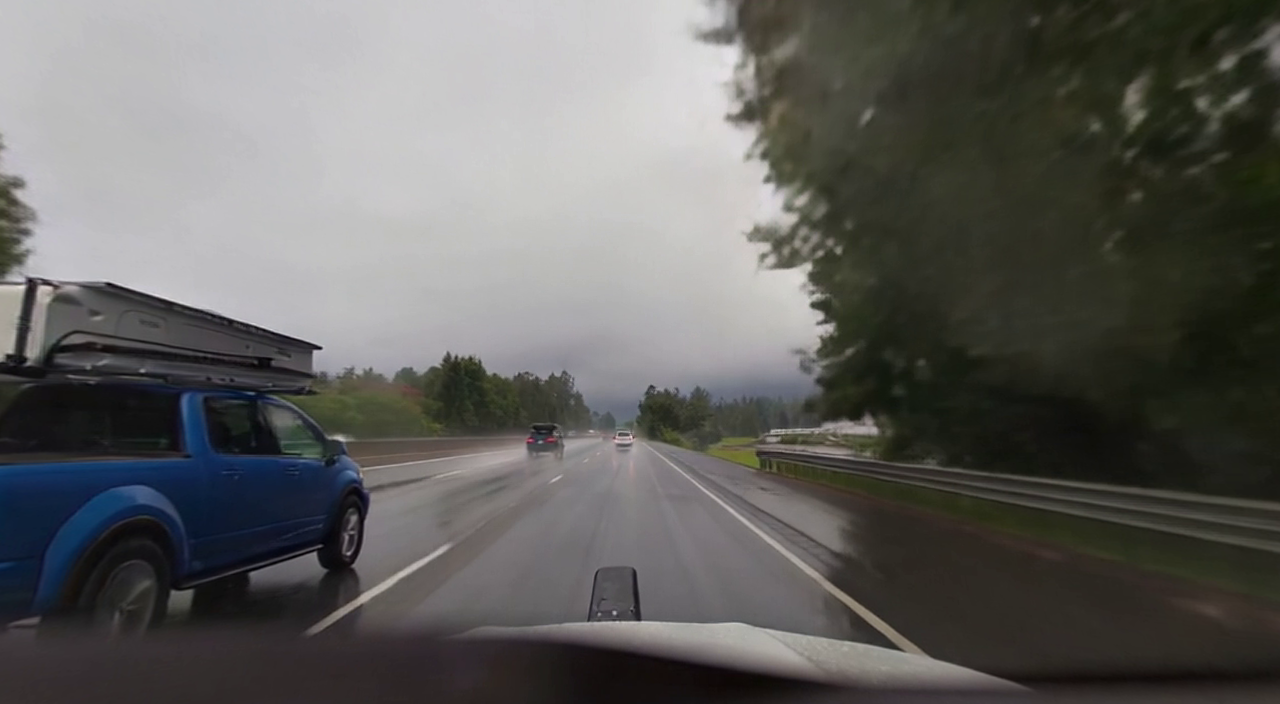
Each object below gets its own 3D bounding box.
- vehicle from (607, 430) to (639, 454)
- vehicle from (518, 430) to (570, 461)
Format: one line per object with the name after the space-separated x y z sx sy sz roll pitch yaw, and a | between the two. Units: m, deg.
-1.185 6.446 45.236 2.151 1.618 3.898 0 -8 -1 | vehicle
-5.227 5.172 35.020 2.189 1.580 4.607 0 -8 0 | vehicle
